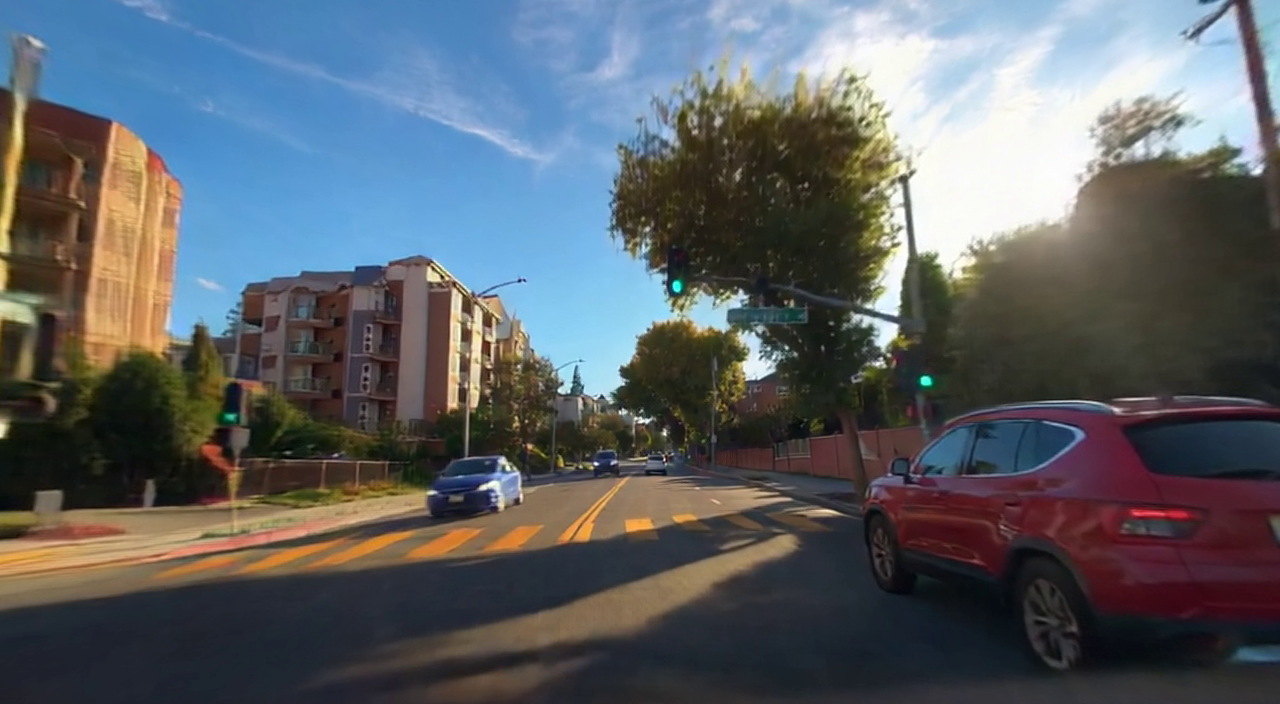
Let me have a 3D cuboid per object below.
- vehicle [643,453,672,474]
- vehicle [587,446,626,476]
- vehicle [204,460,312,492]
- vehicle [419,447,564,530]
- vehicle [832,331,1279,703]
[{"bbox_3d":[1.268,8.326,47.258,2.097,1.463,4.043,0,-9,0],"label":"vehicle"},{"bbox_3d":[-2.383,8.001,46.700,2.469,2.023,5.896,0,-9,1],"label":"vehicle"},{"bbox_3d":[-20.065,6.505,33.244,4.327,1.513,2.021,1,-10,-1],"label":"vehicle"},{"bbox_3d":[-2.984,2.845,13.785,2.170,1.513,4.270,0,-9,-1],"label":"vehicle"},{"bbox_3d":[3.328,1.195,5.047,2.130,1.863,4.844,0,-9,1],"label":"vehicle"}]
